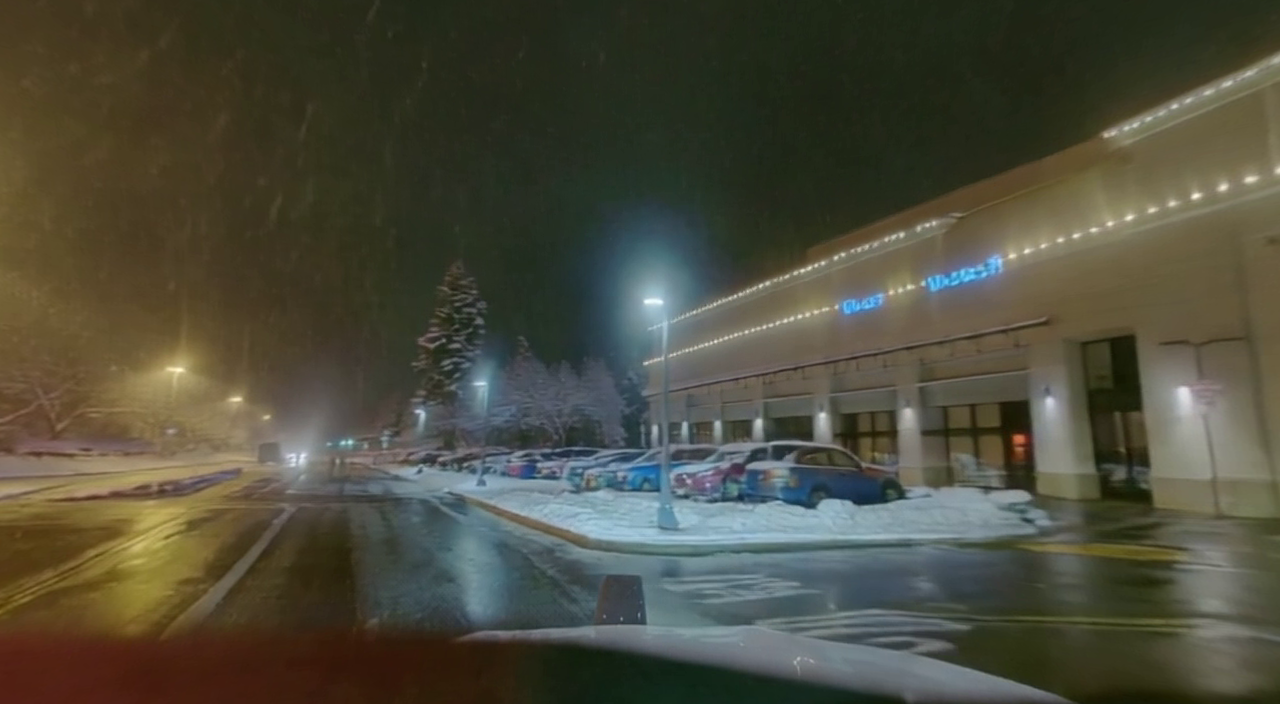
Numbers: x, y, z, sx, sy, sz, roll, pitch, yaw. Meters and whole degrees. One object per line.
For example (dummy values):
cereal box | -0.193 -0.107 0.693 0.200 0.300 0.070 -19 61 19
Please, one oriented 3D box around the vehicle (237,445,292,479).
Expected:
vehicle | -21.748 6.357 36.765 2.180 1.806 4.541 4 -9 -24
